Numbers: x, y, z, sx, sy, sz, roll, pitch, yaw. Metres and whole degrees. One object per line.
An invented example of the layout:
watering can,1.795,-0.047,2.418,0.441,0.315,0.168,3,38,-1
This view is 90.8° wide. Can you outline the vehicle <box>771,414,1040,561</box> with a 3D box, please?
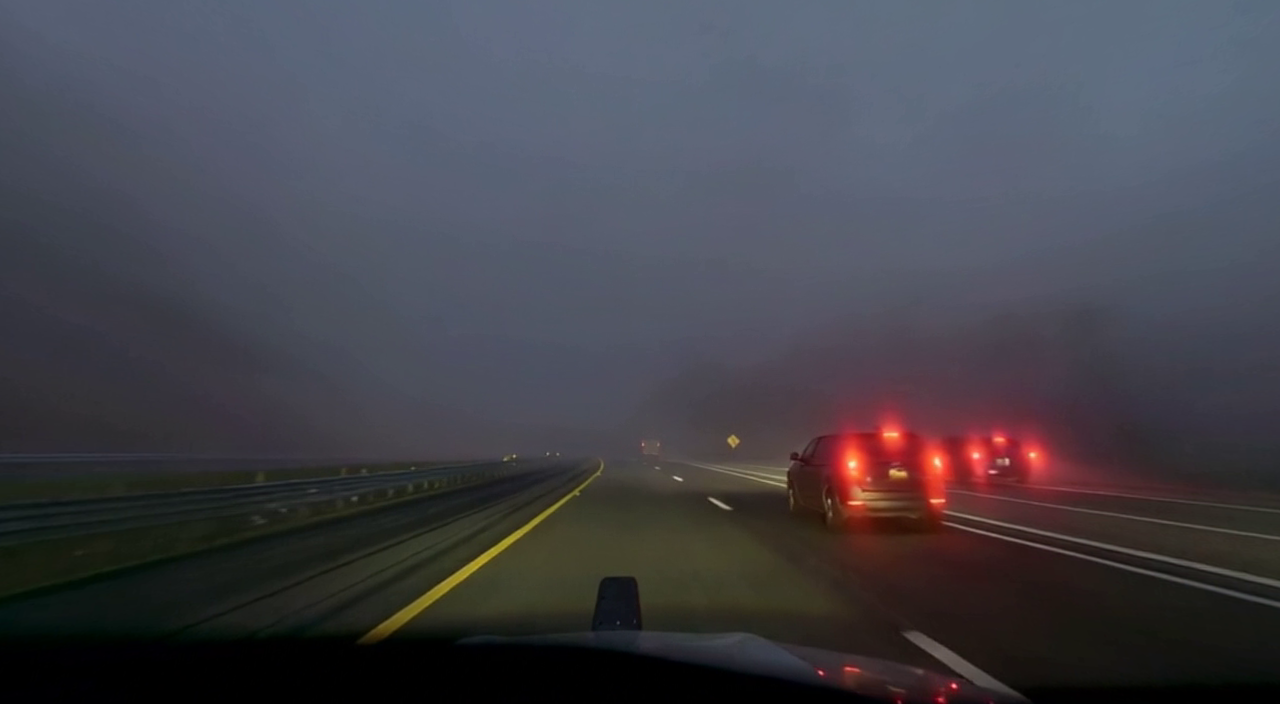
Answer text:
vehicle,3.789,2.022,10.242,2.141,1.785,4.778,0,-8,-2
